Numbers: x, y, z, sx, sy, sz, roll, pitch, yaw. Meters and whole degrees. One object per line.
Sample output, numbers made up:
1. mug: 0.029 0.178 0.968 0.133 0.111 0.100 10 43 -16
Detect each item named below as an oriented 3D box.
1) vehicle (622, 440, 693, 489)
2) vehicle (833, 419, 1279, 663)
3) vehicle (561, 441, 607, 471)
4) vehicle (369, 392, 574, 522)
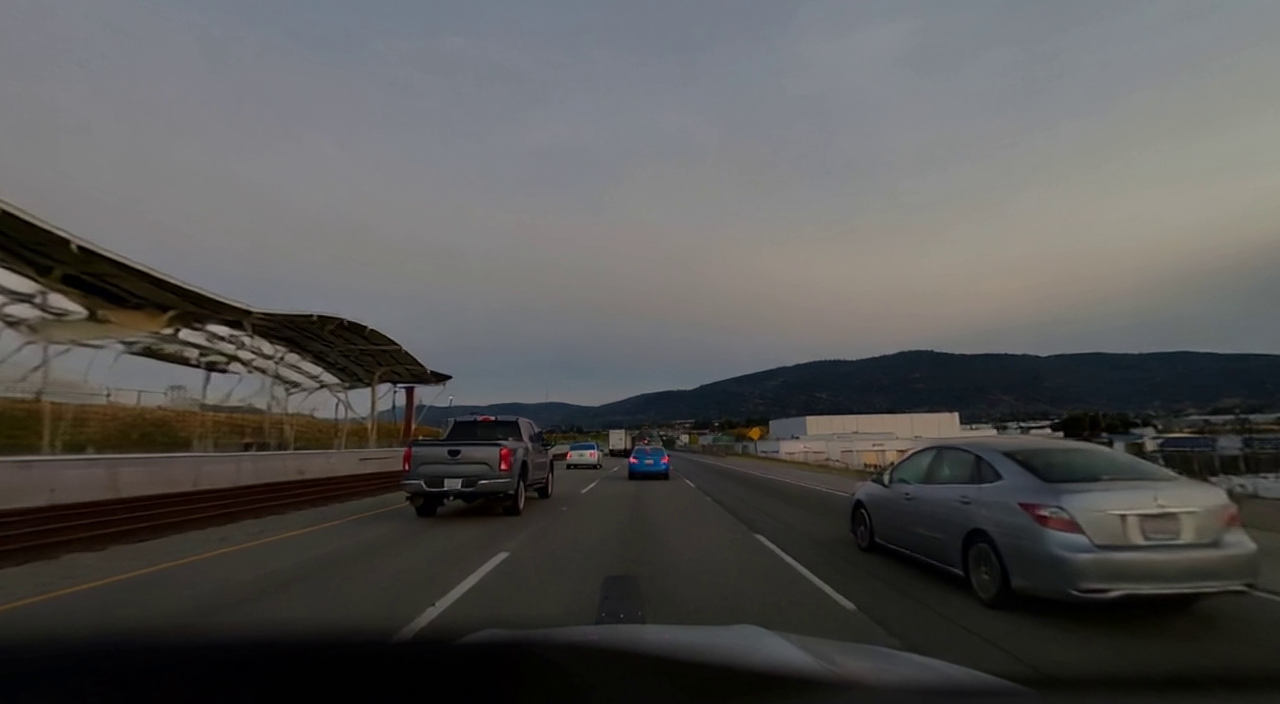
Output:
1. vehicle: 0.507 3.740 21.293 2.171 1.493 4.081 0 -9 0
2. vehicle: 3.747 1.547 6.407 2.023 1.510 4.773 0 -9 -1
3. vehicle: -3.167 5.985 36.490 2.151 1.613 4.786 0 -9 1
4. vehicle: -3.279 2.332 14.395 2.733 2.230 6.820 0 -9 1
